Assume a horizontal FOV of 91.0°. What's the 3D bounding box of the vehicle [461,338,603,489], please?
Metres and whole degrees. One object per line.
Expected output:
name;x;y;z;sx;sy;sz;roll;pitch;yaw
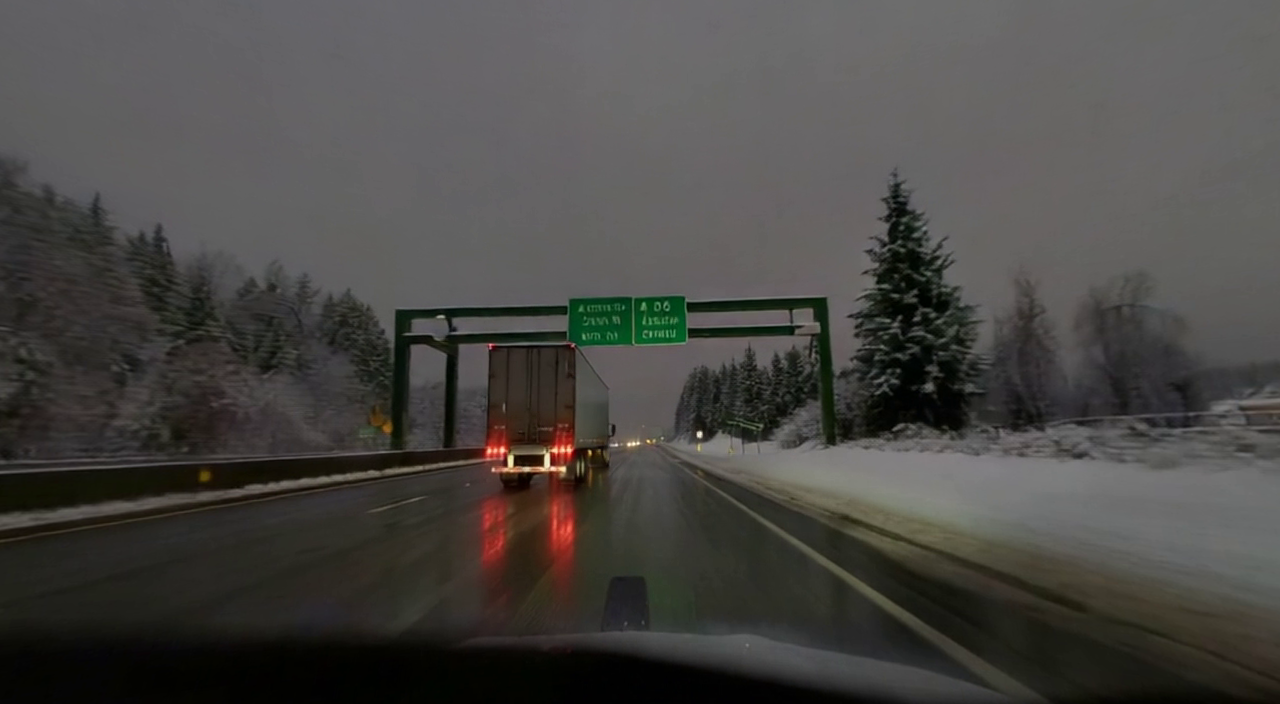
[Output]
vehicle;-3.321;2.679;24.105;2.947;4.051;14.256;-1;-8;0
